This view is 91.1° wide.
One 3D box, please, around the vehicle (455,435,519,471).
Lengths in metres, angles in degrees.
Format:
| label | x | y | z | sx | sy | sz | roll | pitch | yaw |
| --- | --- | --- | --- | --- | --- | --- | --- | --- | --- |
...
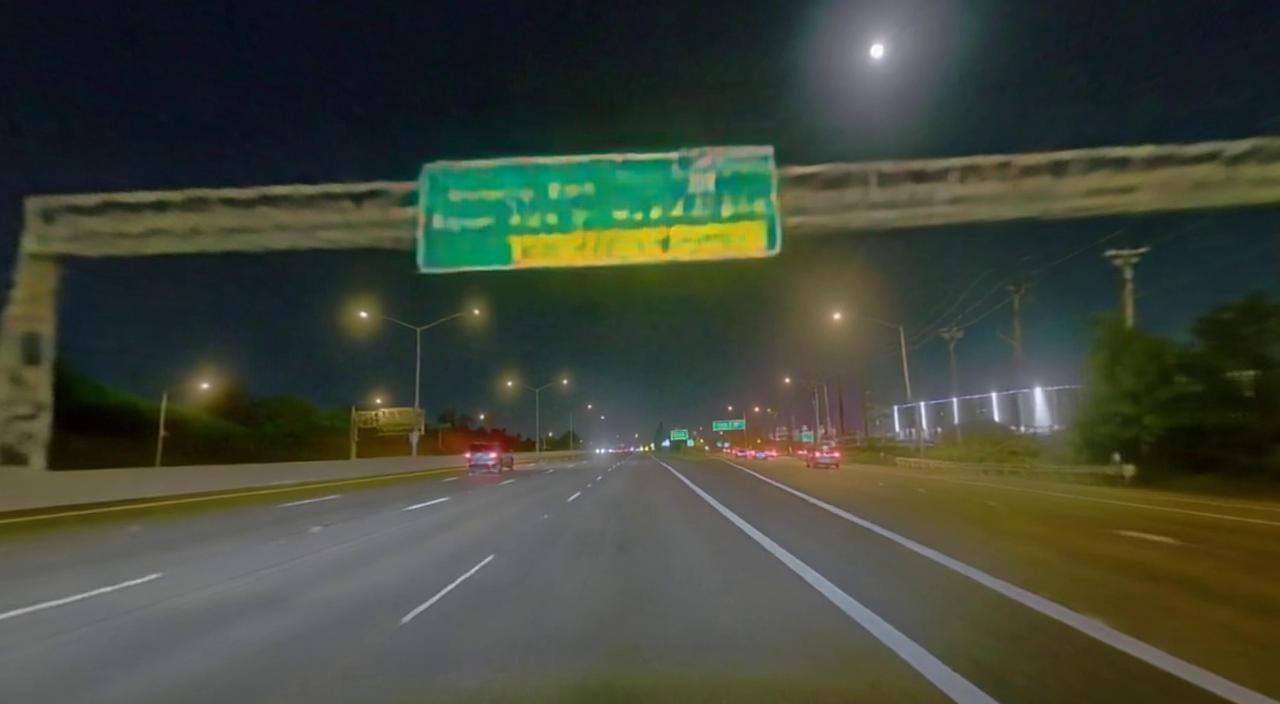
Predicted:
| label | x | y | z | sx | sy | sz | roll | pitch | yaw |
| --- | --- | --- | --- | --- | --- | --- | --- | --- | --- |
| vehicle | -10.124 | 6.781 | 42.221 | 2.667 | 2.213 | 6.081 | 0 | -8 | 1 |
